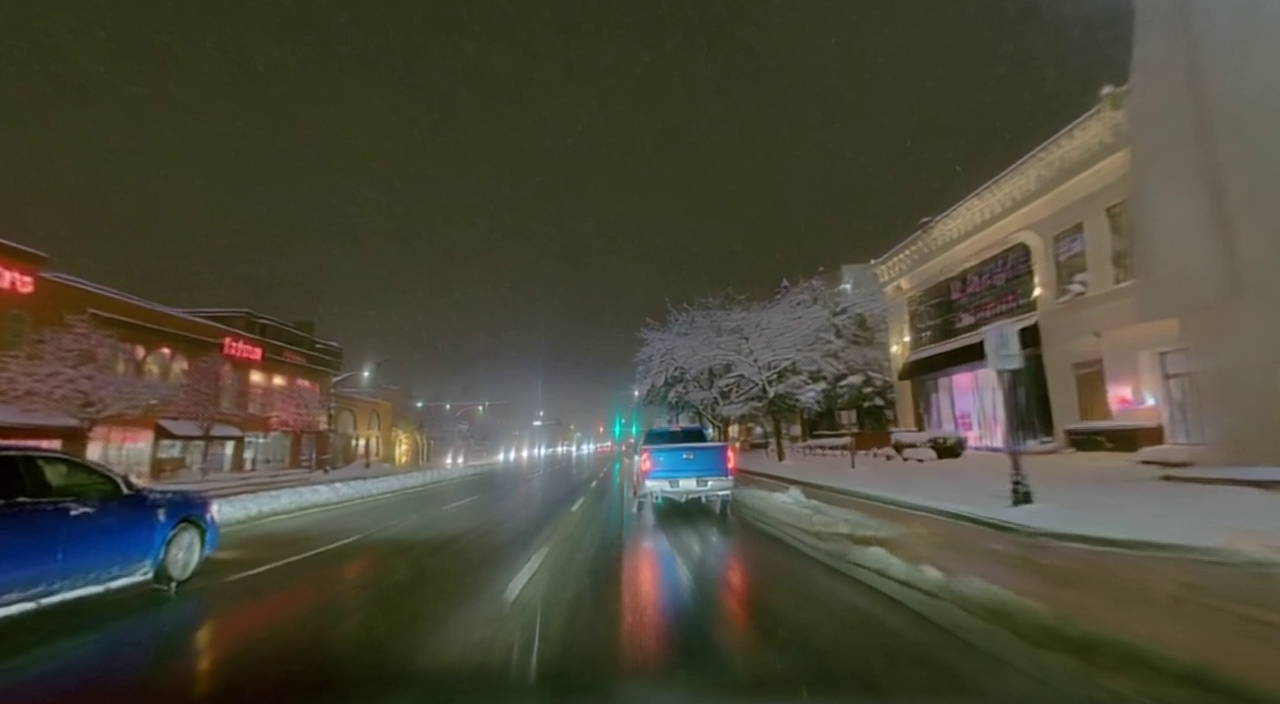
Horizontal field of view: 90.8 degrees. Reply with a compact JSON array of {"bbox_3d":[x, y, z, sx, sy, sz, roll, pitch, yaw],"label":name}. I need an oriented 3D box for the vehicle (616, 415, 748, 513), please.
[{"bbox_3d":[0.735,2.702,15.624,2.590,1.932,5.776,0,-9,-3],"label":"vehicle"}]

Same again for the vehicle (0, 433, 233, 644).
[{"bbox_3d":[-5.338,1.311,4.506,1.888,1.424,4.553,0,-9,-1],"label":"vehicle"}]
